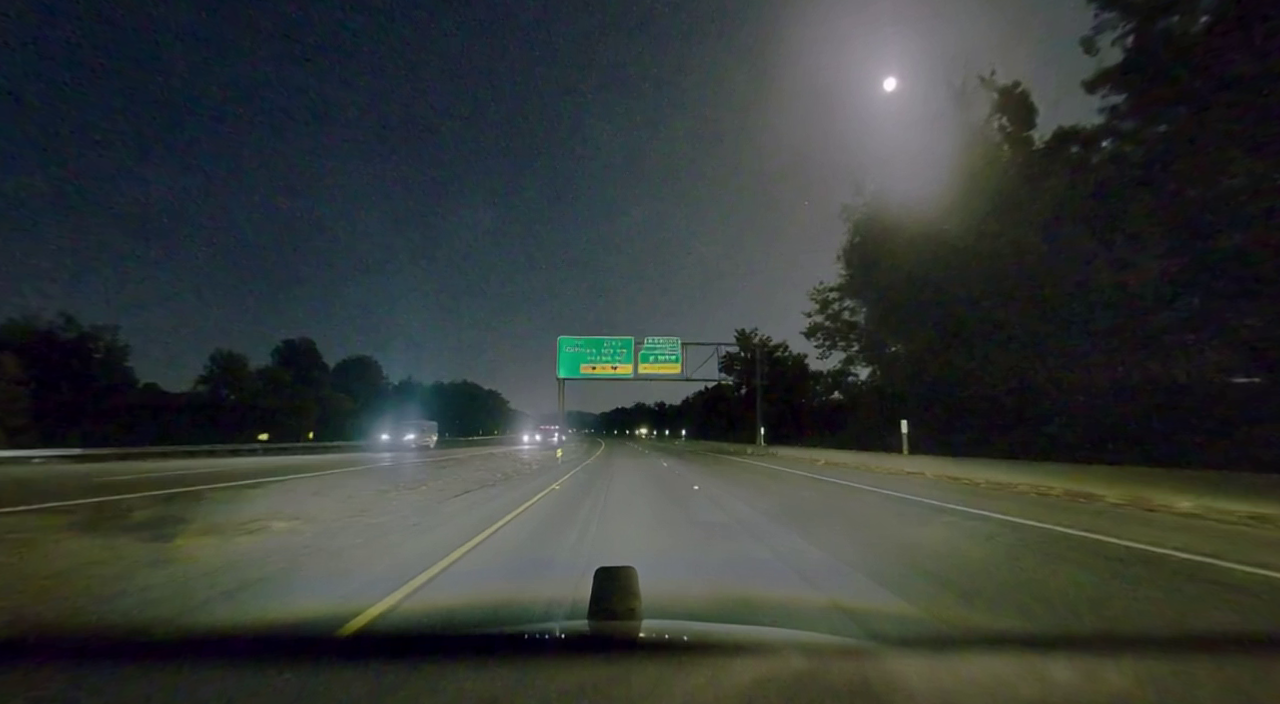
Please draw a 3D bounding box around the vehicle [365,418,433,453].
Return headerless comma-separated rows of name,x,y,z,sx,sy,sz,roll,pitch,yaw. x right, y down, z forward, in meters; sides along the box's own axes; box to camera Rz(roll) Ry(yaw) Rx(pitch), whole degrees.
vehicle,-14.400,5.045,38.000,2.151,1.930,5.017,0,-8,-1
